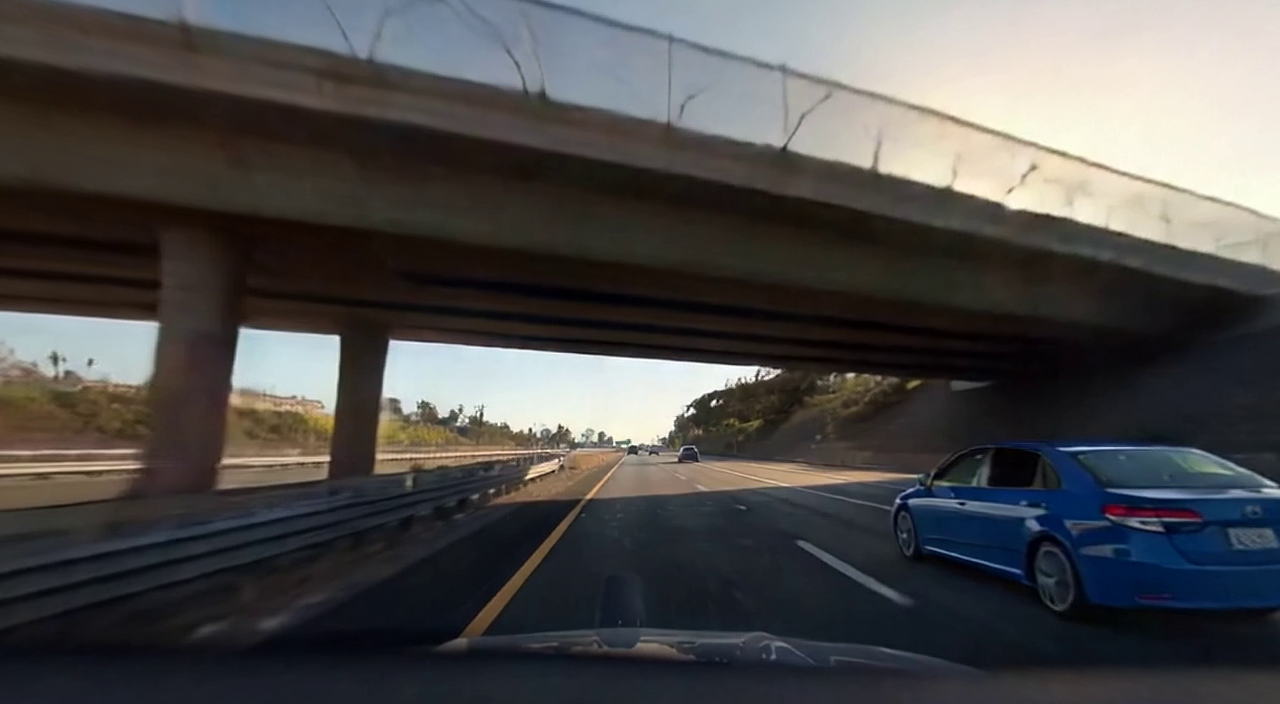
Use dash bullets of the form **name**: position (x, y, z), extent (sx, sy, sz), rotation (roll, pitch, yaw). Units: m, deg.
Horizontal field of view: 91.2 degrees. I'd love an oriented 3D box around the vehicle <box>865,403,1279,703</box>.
- **vehicle**: position (3.624, 1.360, 5.019), extent (2.002, 1.604, 4.265), rotation (0, -9, 0)
